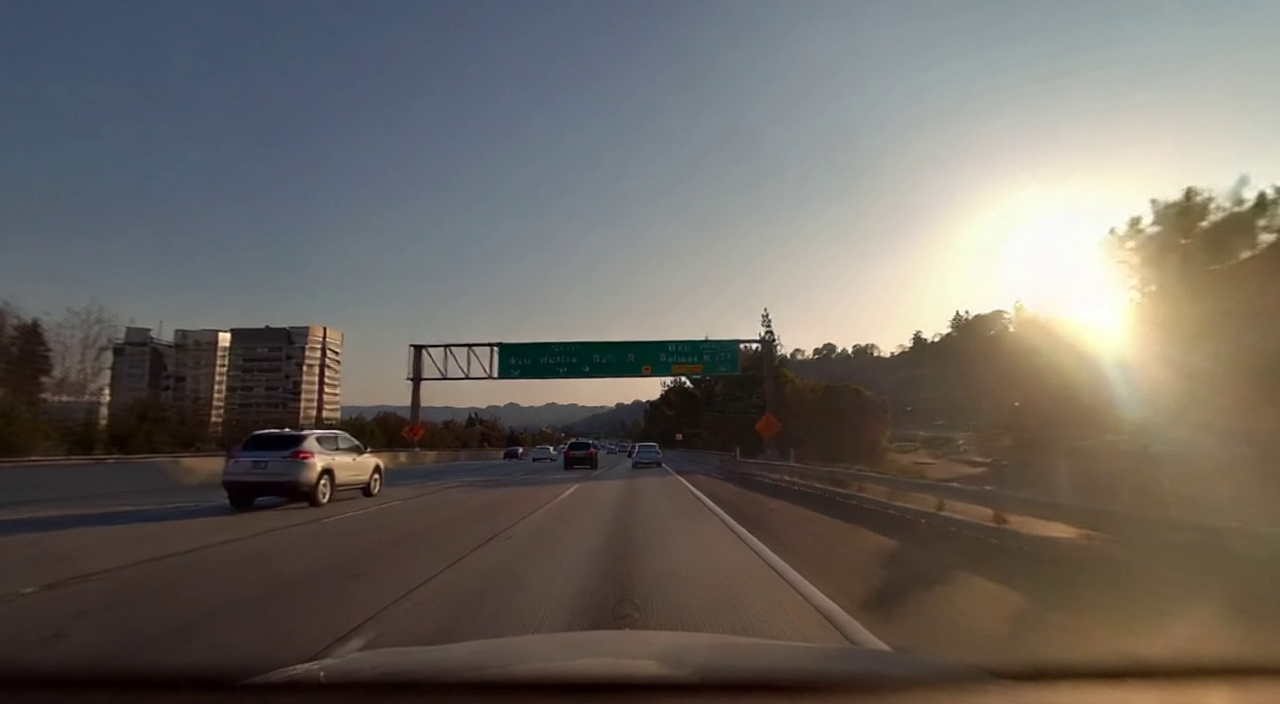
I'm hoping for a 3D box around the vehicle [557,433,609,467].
[{"bbox_3d":[-3.650,6.432,41.551,2.751,2.050,5.761,0,-8,1],"label":"vehicle"}]

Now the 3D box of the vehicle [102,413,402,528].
[{"bbox_3d":[-7.625,2.415,13.565,2.521,1.901,5.988,0,-8,2],"label":"vehicle"}]

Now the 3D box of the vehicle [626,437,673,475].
[{"bbox_3d":[0.443,5.089,31.211,2.135,1.697,4.757,0,-8,0],"label":"vehicle"}]
